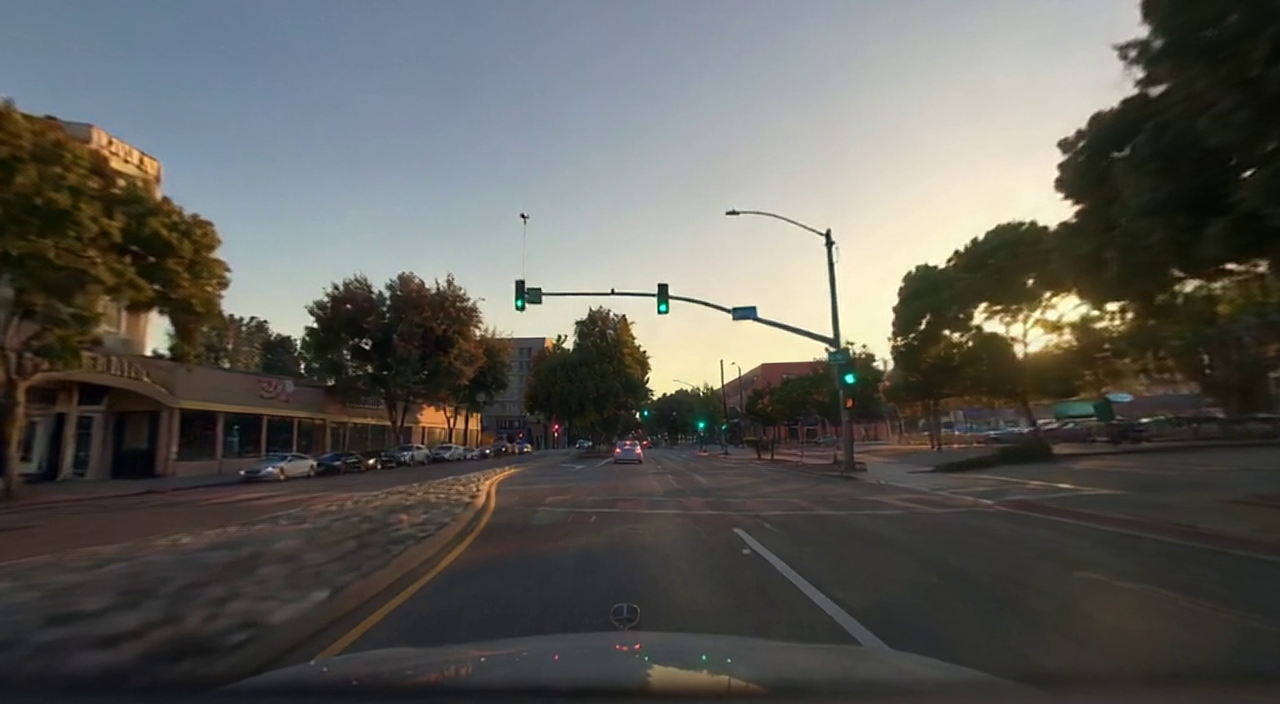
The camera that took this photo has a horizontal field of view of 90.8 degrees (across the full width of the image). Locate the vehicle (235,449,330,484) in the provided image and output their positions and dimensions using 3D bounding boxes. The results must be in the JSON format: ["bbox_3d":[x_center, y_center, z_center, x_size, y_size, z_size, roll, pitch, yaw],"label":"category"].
[{"bbox_3d":[-15.980,5.117,28.533,1.792,1.413,4.452,0,-8,-2],"label":"vehicle"}]

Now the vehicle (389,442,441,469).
[{"bbox_3d":[-15.972,7.366,45.087,1.981,1.755,4.113,0,-9,3],"label":"vehicle"}]

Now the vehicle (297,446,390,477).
[{"bbox_3d":[-15.781,5.820,33.986,2.098,1.524,5.102,-1,-8,6],"label":"vehicle"}]

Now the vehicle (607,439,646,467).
[{"bbox_3d":[-0.743,5.659,35.549,2.045,1.510,3.690,0,-8,-1],"label":"vehicle"}]
